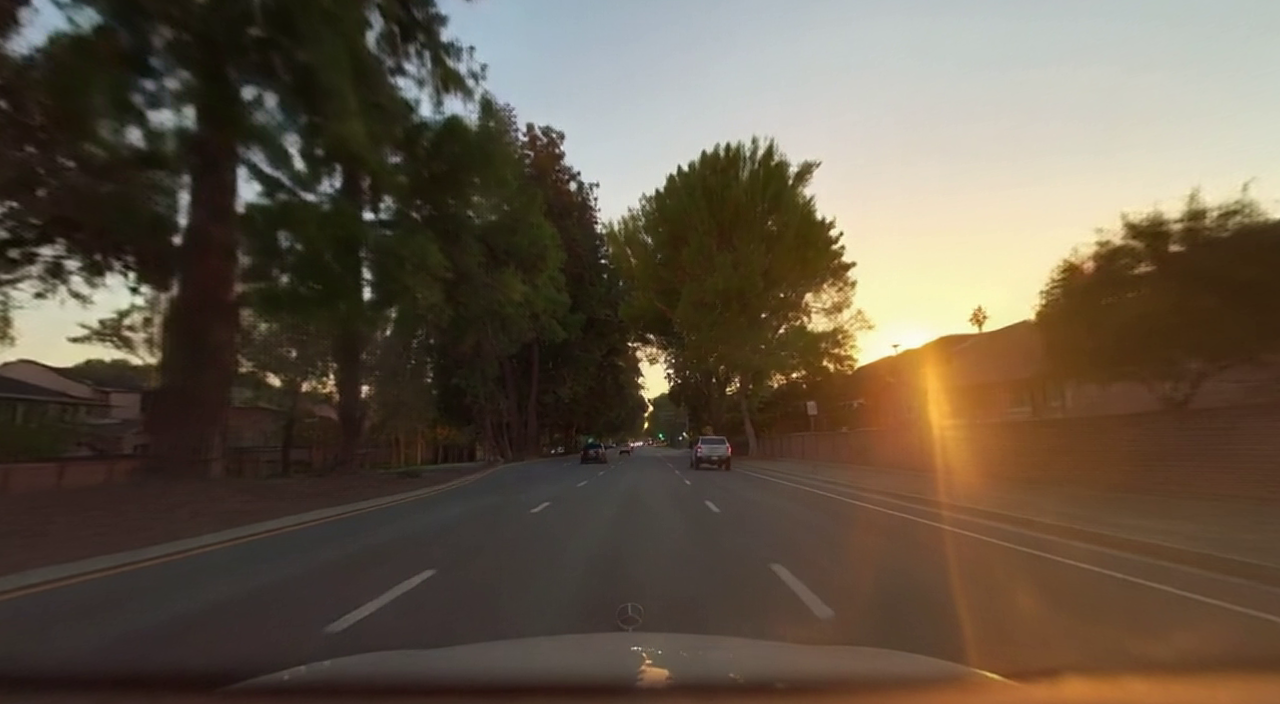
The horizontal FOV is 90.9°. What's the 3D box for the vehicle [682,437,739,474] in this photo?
[{"bbox_3d":[3.388,5.115,31.350,2.321,1.695,5.037,0,-8,1],"label":"vehicle"}]
